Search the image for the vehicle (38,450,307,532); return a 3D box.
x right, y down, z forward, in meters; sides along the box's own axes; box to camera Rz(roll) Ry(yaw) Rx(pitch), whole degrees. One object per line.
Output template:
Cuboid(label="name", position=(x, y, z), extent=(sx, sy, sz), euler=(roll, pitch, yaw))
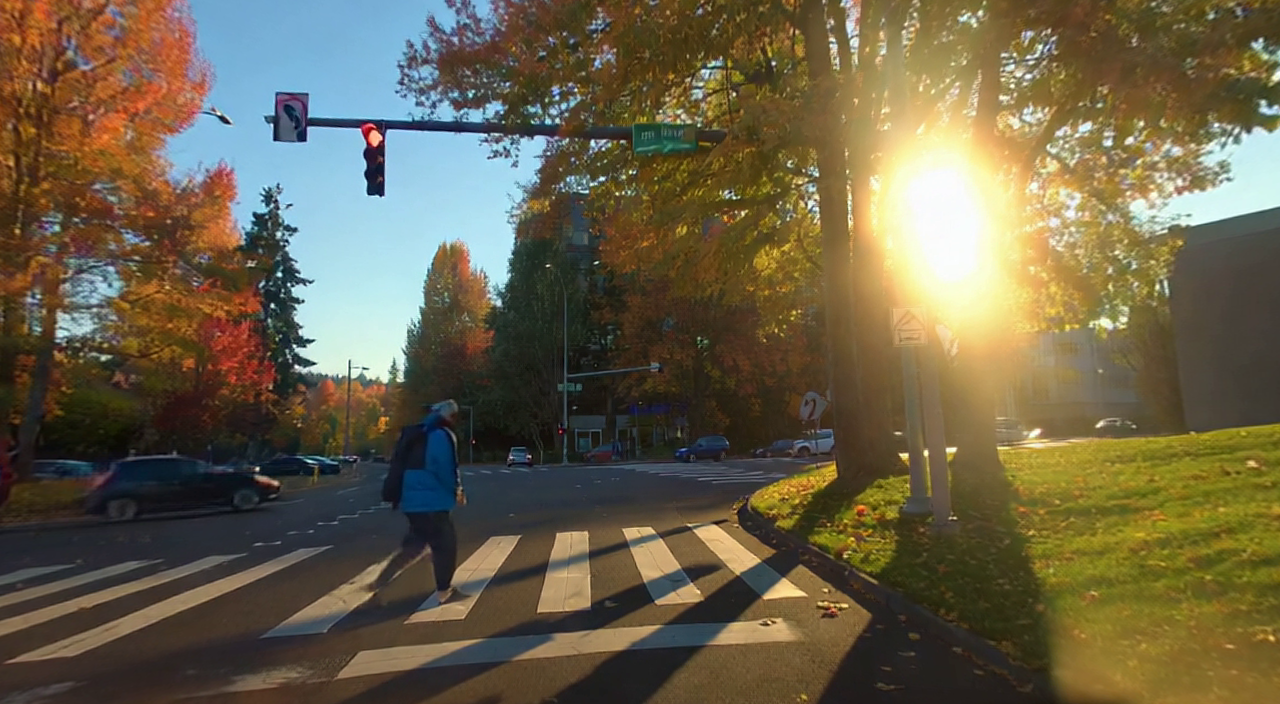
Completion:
Cuboid(label="vehicle", position=(-10.932, 3.168, 15.028), extent=(1.915, 1.586, 4.734), euler=(-7, -11, 39))

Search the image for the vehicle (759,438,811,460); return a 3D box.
Cuboid(label="vehicle", position=(11.481, 7.640, 49.354), extent=(1.979, 1.659, 4.907), euler=(-8, -11, 39))

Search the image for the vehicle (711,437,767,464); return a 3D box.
Cuboid(label="vehicle", position=(6.964, 6.897, 43.955), extent=(1.867, 1.743, 4.259), euler=(-8, -11, 40))

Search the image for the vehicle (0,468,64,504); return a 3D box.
Cuboid(label="vehicle", position=(-30.339, 6.449, 30.348), extent=(1.800, 1.520, 3.968), euler=(2, -9, -14))
